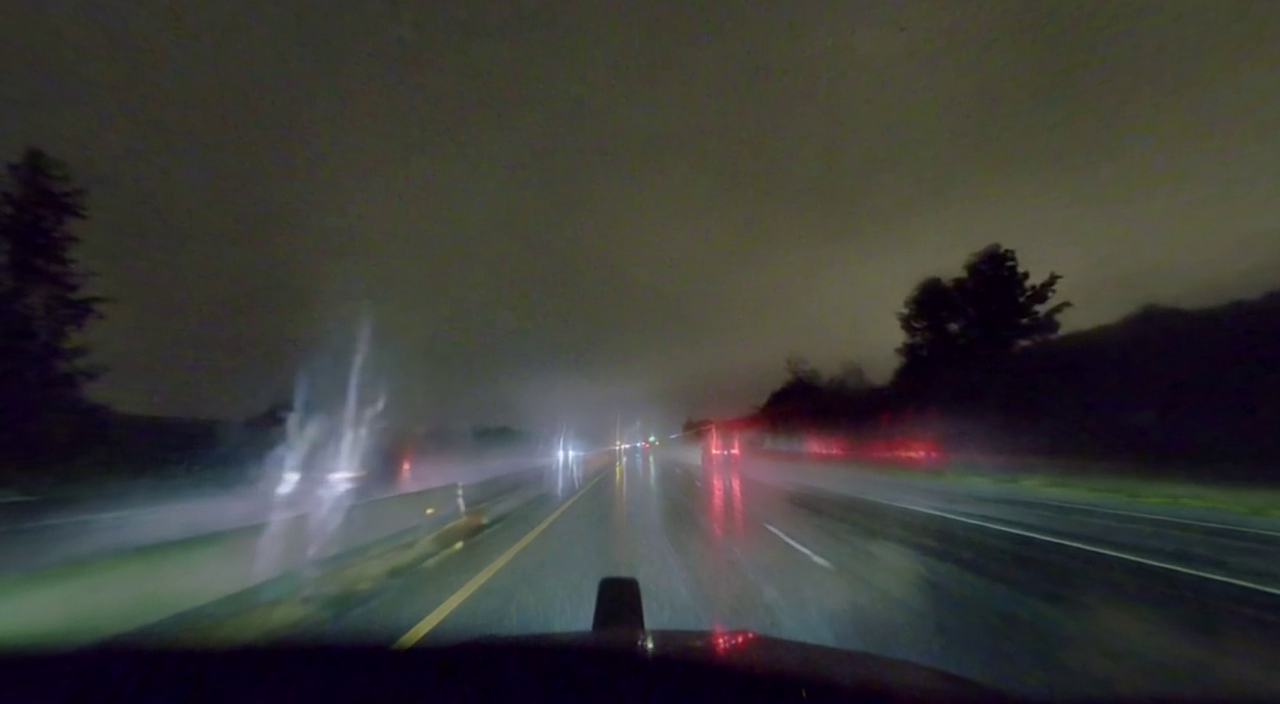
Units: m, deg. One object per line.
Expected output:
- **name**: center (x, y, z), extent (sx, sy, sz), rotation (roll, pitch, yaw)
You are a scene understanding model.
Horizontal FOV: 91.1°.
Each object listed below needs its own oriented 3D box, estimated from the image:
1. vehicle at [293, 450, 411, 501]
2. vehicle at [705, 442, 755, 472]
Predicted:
- **vehicle**: center (-9.494, 4.081, 21.189), extent (1.888, 1.495, 4.445), rotation (0, -9, -1)
- **vehicle**: center (4.515, 5.345, 32.126), extent (1.923, 1.408, 3.835), rotation (0, -9, -1)
